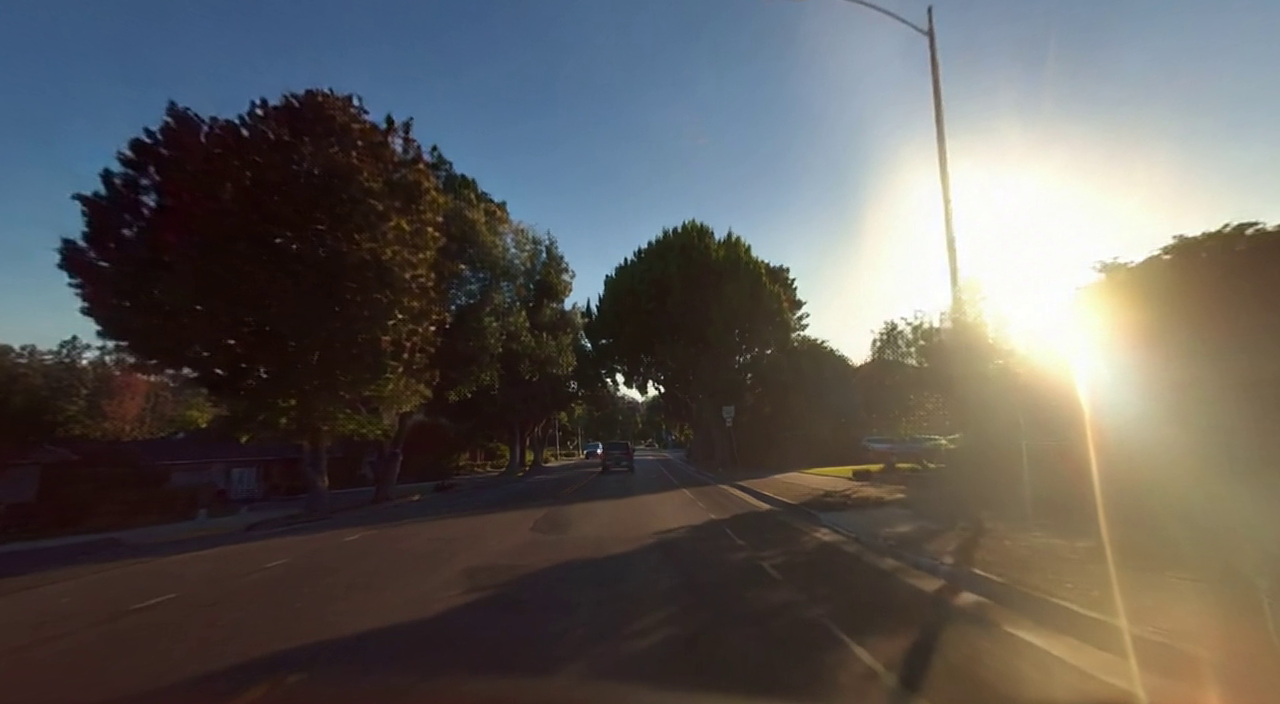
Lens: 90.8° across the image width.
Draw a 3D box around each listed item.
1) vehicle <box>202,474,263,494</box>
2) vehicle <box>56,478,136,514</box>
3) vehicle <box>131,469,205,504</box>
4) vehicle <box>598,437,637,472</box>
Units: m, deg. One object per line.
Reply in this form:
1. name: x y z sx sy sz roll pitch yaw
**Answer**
1. vehicle: -30.930 10.009 47.958 3.502 1.310 1.729 -1 -8 5
2. vehicle: -29.955 7.892 34.944 1.926 1.552 4.355 3 -9 -21
3. vehicle: -31.497 8.956 42.222 3.633 1.696 1.754 -8 -9 -1
4. vehicle: -1.320 6.287 38.981 2.210 2.023 4.663 0 -8 0
